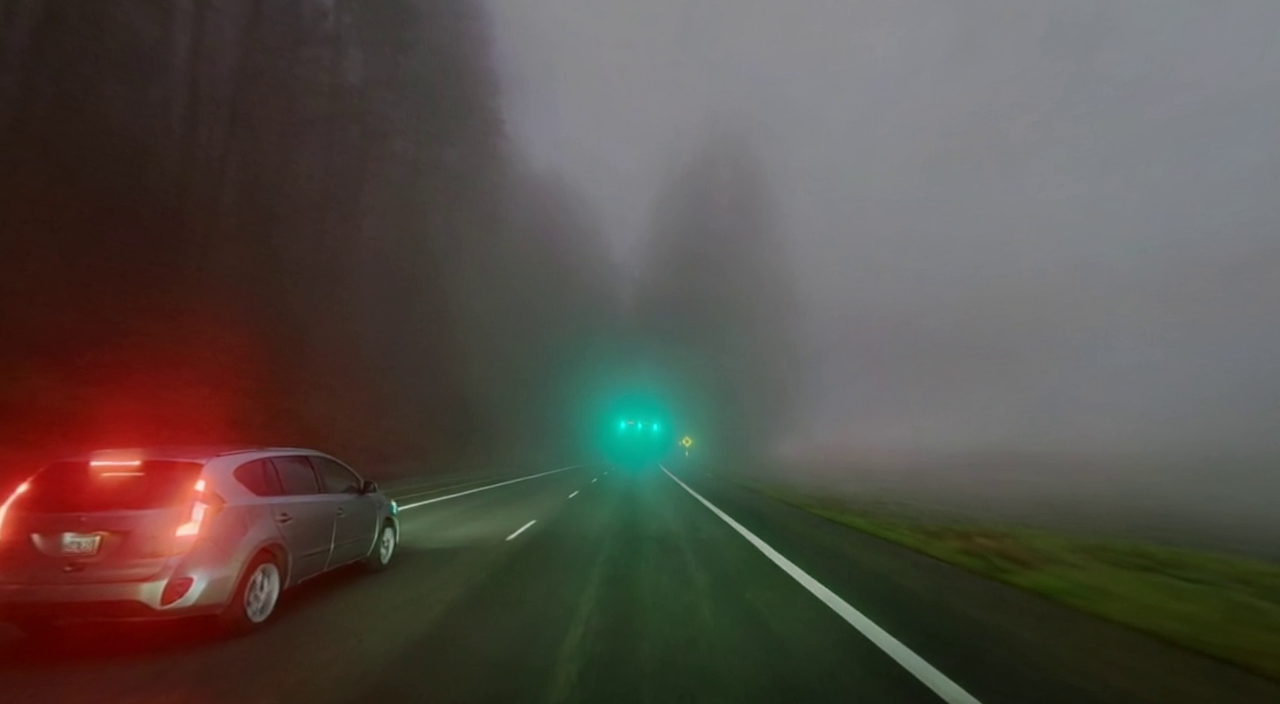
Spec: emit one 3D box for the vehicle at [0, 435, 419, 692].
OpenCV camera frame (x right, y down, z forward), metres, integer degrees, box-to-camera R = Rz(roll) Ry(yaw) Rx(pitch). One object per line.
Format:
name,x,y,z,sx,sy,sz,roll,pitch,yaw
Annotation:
vehicle,-3.747,1.520,5.736,1.946,1.437,4.154,0,-8,1
